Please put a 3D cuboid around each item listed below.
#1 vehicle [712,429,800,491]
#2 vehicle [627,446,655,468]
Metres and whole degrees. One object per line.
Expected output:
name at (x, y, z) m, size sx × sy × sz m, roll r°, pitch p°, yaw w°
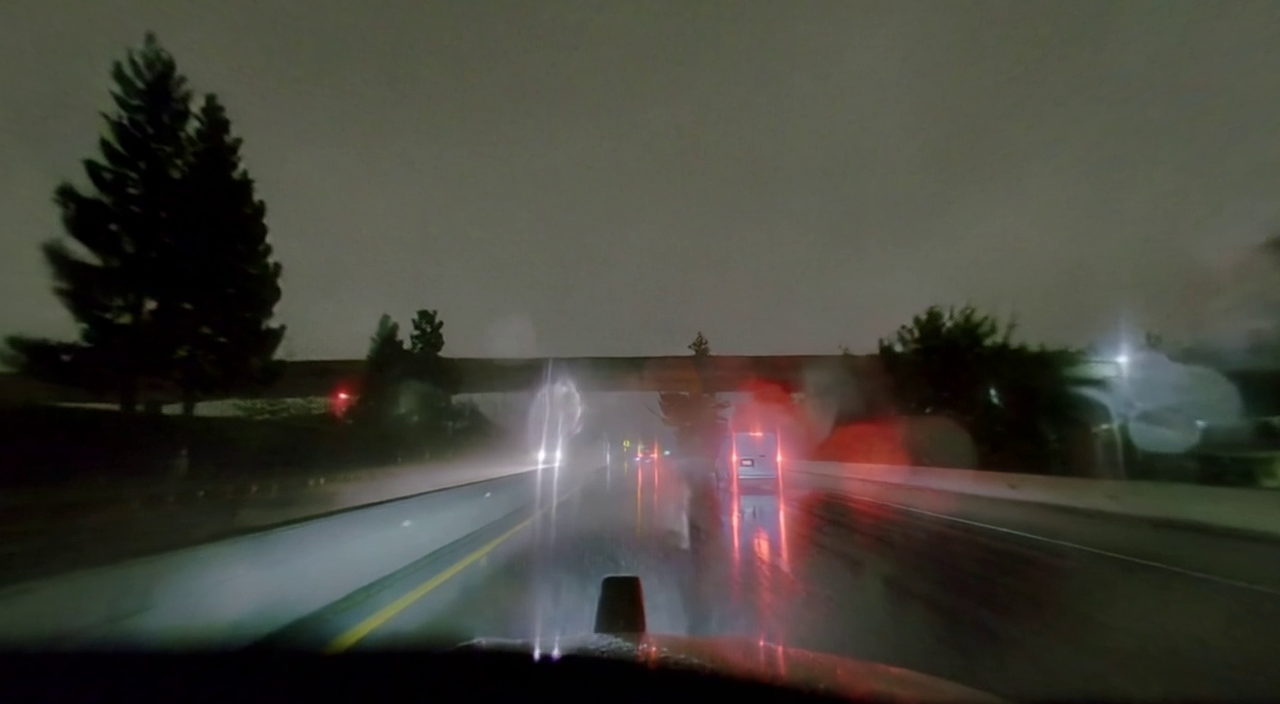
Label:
vehicle at (4.129, 3.968, 23.480) m, size 2.152 × 1.998 × 5.380 m, roll 0°, pitch -9°, yaw -1°
vehicle at (0.133, 8.116, 48.753) m, size 2.013 × 1.584 × 3.995 m, roll 0°, pitch -9°, yaw 2°
